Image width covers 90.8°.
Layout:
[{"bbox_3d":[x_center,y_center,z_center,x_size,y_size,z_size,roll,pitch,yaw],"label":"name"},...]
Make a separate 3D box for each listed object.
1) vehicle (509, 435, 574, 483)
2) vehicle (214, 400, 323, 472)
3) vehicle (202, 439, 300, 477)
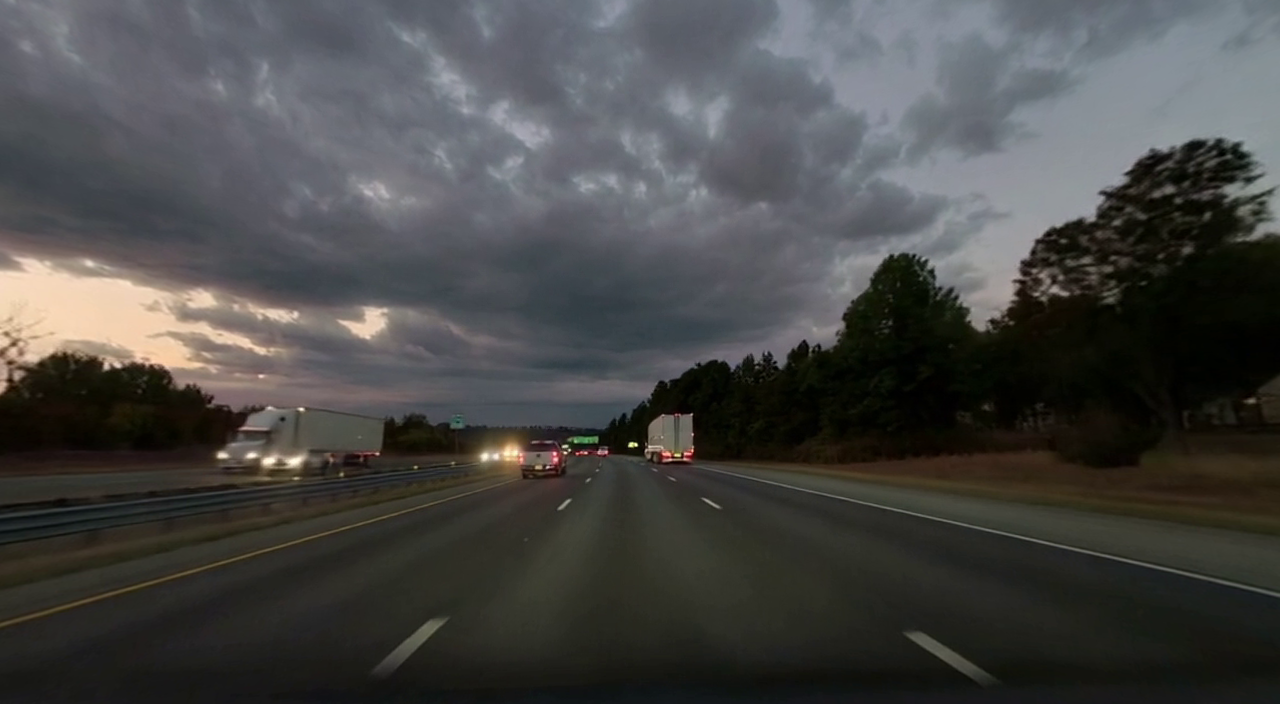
[{"bbox_3d":[-4.302,4.769,28.421,2.337,1.942,4.984,0,-9,-2],"label":"vehicle"},{"bbox_3d":[-22.173,5.104,38.093,2.994,3.966,5.892,0,-9,-3],"label":"vehicle"},{"bbox_3d":[-17.596,4.817,28.807,1.895,1.582,4.155,0,-9,-2],"label":"vehicle"}]
